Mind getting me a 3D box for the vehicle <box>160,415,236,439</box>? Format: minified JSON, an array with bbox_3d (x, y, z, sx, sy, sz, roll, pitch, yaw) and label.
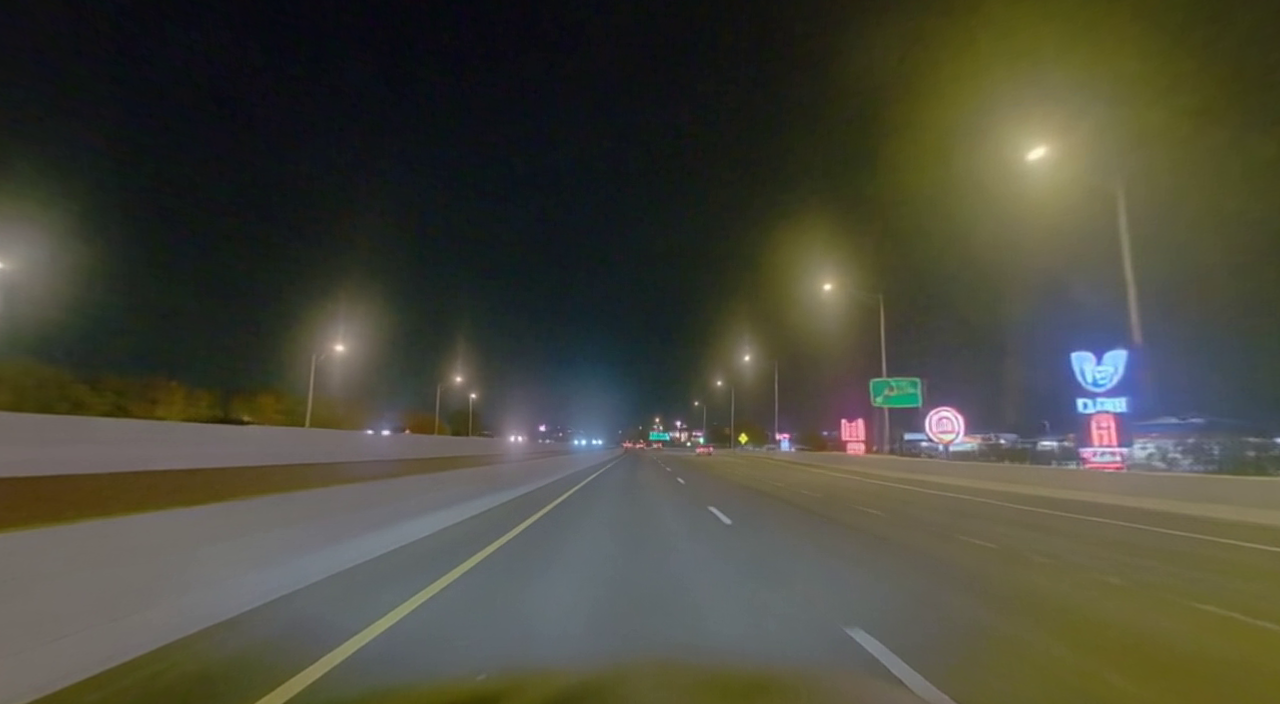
[{"bbox_3d":[-29.406,5.037,42.181,1.942,1.478,4.374,0,-8,0],"label":"vehicle"}]
